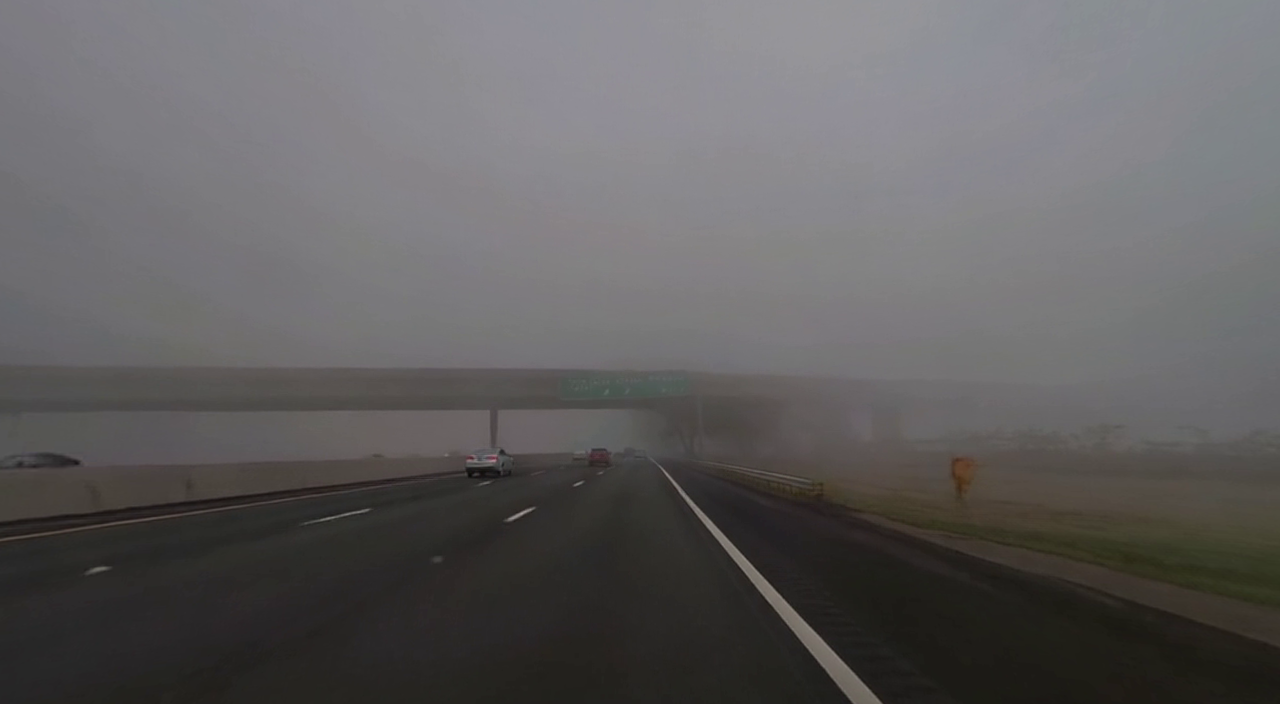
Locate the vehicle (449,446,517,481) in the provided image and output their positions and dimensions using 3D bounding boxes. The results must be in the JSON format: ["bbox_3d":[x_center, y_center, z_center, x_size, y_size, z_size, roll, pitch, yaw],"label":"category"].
[{"bbox_3d":[-7.401,5.309,30.216,2.002,1.507,4.631,0,-9,1],"label":"vehicle"}]
